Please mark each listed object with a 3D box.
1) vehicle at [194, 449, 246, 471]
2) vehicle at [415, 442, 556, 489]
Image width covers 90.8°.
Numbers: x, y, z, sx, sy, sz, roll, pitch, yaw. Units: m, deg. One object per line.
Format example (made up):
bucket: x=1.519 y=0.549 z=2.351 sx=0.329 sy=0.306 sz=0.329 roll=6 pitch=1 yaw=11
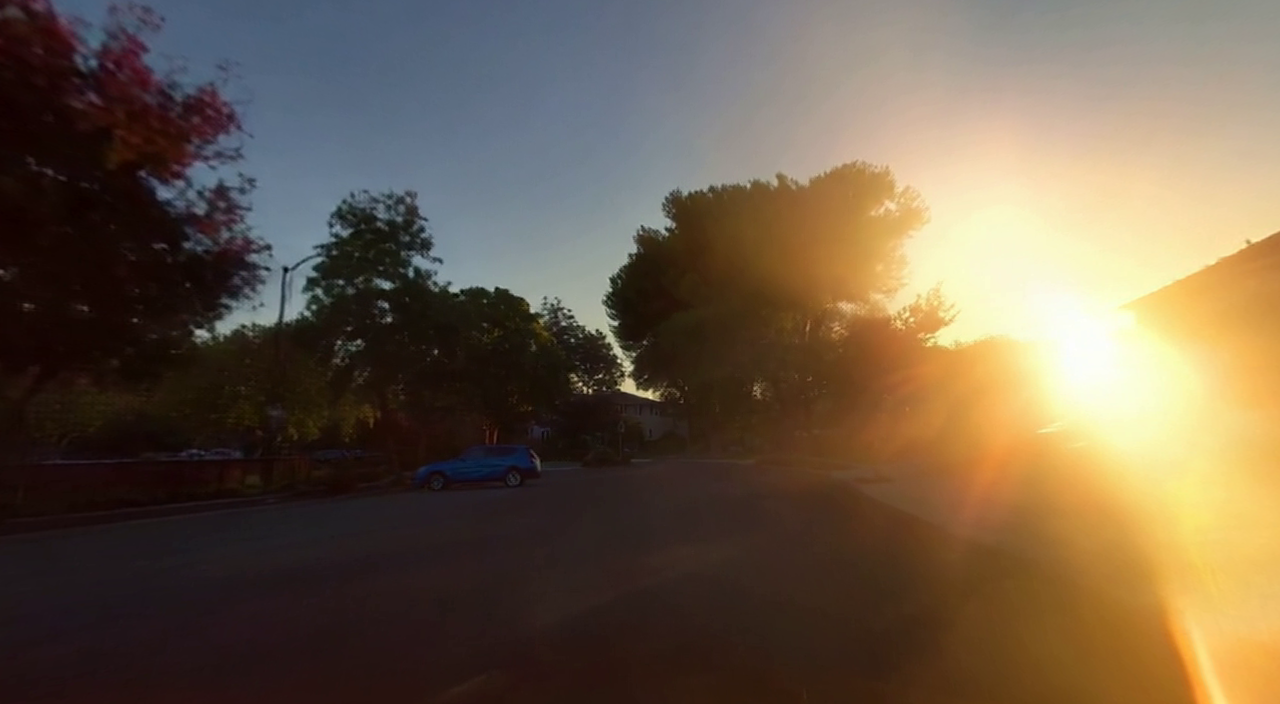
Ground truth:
vehicle: x=-30.427 y=7.764 z=45.701 sx=4.764 sy=1.487 sz=2.002 roll=-8 pitch=-12 yaw=44
vehicle: x=-5.674 y=4.190 z=23.491 sx=4.692 sy=1.660 sz=1.879 roll=-1 pitch=-9 yaw=7
